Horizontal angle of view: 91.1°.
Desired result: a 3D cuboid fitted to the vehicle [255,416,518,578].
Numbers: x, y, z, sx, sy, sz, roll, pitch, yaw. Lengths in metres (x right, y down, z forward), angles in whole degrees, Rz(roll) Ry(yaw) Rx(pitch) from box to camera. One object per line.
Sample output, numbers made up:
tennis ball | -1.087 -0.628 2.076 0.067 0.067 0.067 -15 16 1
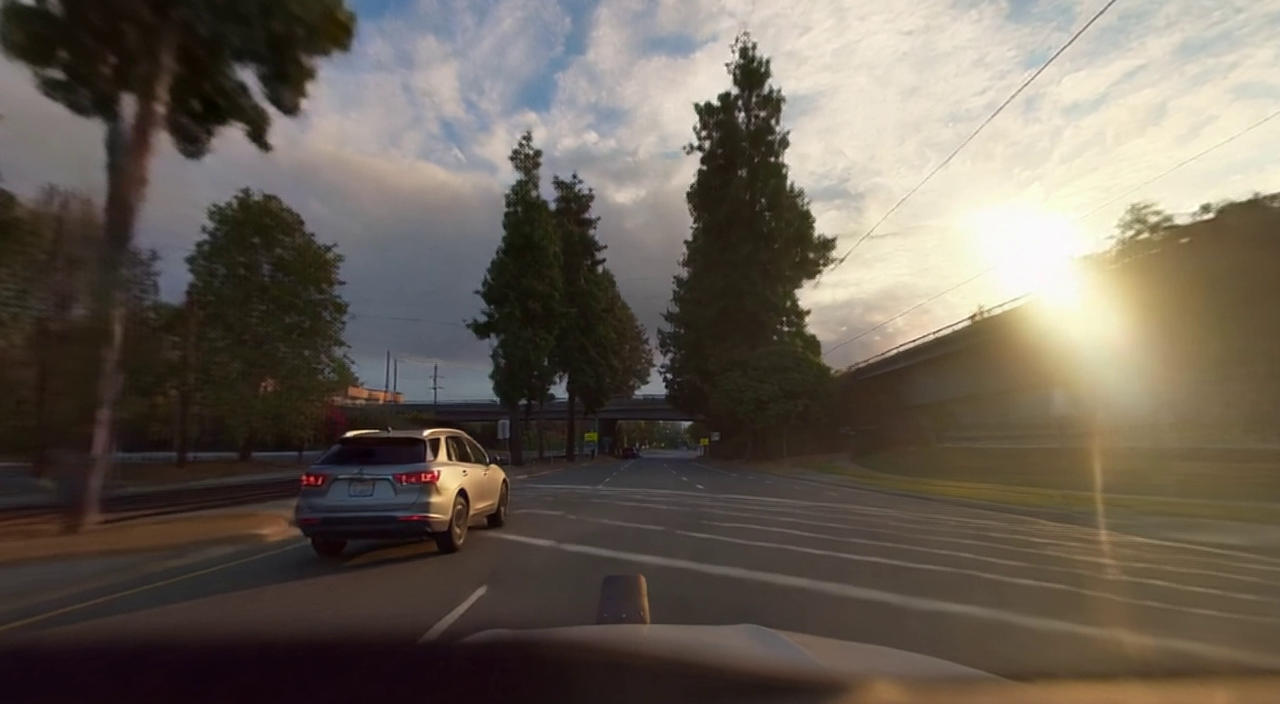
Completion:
vehicle | -3.131 1.877 8.930 1.882 1.704 4.335 0 -9 1
